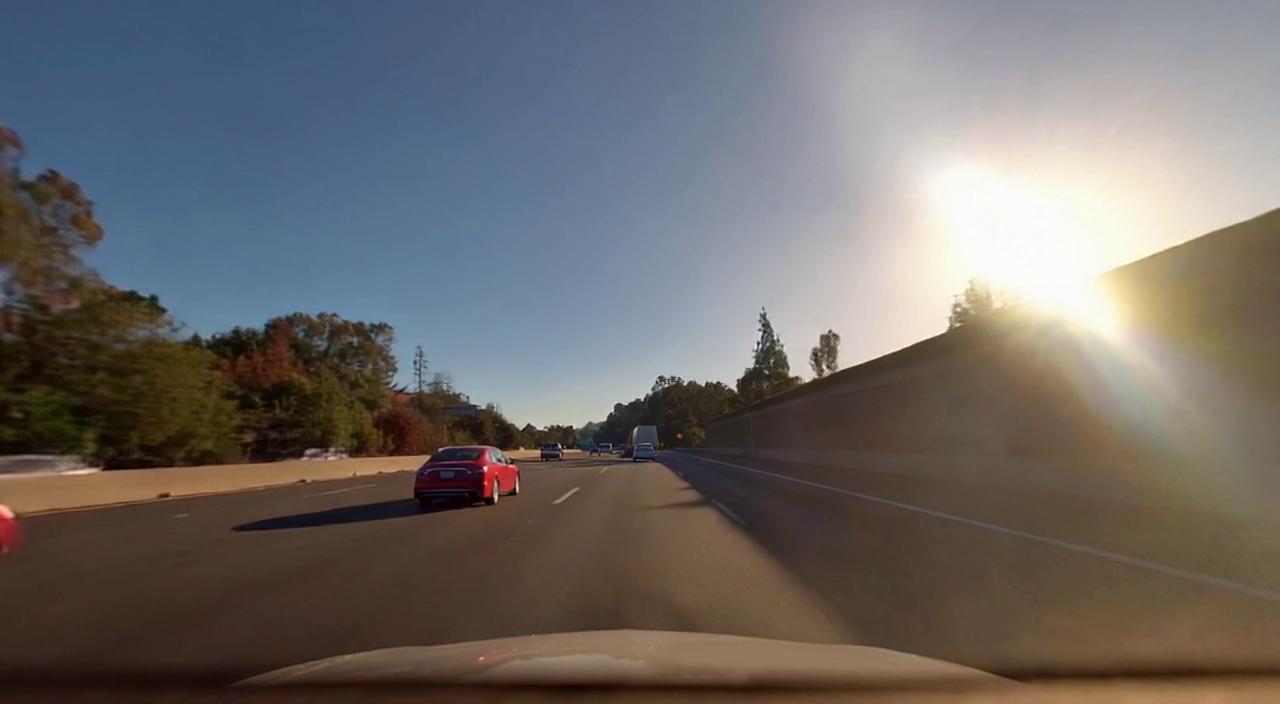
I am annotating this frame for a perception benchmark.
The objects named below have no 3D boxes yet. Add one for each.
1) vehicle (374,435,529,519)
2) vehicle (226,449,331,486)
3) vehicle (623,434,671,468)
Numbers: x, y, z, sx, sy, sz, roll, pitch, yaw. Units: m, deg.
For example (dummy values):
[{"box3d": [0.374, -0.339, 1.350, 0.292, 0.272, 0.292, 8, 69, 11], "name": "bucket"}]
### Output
[{"box3d": [-3.822, 2.598, 13.671, 2.000, 1.512, 4.371, 0, -8, 0], "name": "vehicle"}, {"box3d": [-16.759, 5.342, 29.499, 2.115, 1.526, 4.617, 0, -9, 1], "name": "vehicle"}, {"box3d": [0.383, 6.193, 39.638, 2.856, 1.994, 4.931, 0, -8, -1], "name": "vehicle"}]
